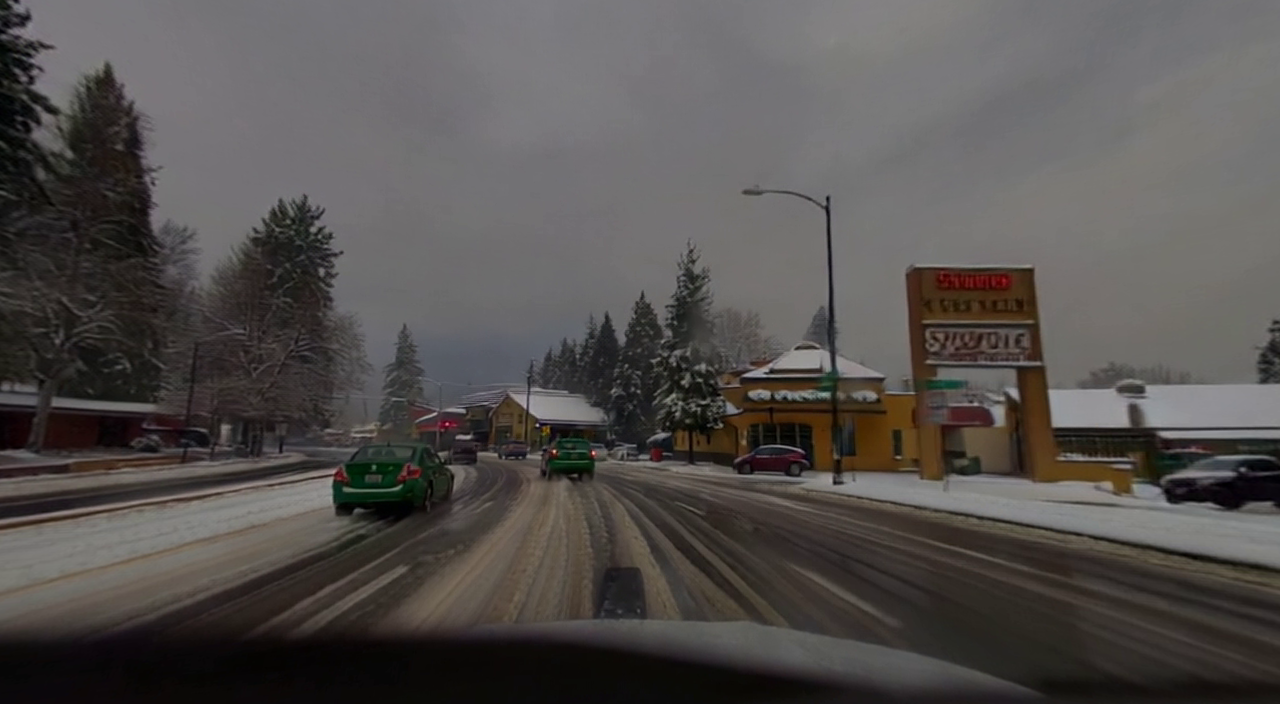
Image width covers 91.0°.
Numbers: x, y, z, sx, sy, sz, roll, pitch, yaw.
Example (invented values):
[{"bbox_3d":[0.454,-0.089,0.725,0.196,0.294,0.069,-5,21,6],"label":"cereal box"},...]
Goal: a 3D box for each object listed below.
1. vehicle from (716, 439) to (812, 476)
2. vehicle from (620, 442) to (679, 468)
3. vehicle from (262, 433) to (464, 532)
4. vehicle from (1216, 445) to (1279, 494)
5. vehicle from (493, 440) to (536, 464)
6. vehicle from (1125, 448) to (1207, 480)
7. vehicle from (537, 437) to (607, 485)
[{"bbox_3d":[6.147,5.277,31.811,2.095,1.697,4.801,4,-9,-30],"label":"vehicle"},{"bbox_3d":[0.545,6.597,40.423,1.952,1.547,4.091,5,-9,-31],"label":"vehicle"},{"bbox_3d":[-4.933,2.344,12.148,2.105,1.477,4.857,1,-8,-6],"label":"vehicle"},{"bbox_3d":[23.604,4.293,23.339,4.486,1.658,2.031,5,-10,-32],"label":"vehicle"},{"bbox_3d":[-8.027,6.316,40.008,1.920,1.416,4.310,3,-9,-22],"label":"vehicle"},{"bbox_3d":[27.246,5.750,32.580,4.378,1.445,2.084,5,-10,-35],"label":"vehicle"},{"bbox_3d":[-2.459,3.705,21.879,2.001,1.483,4.442,1,-8,-11],"label":"vehicle"}]
